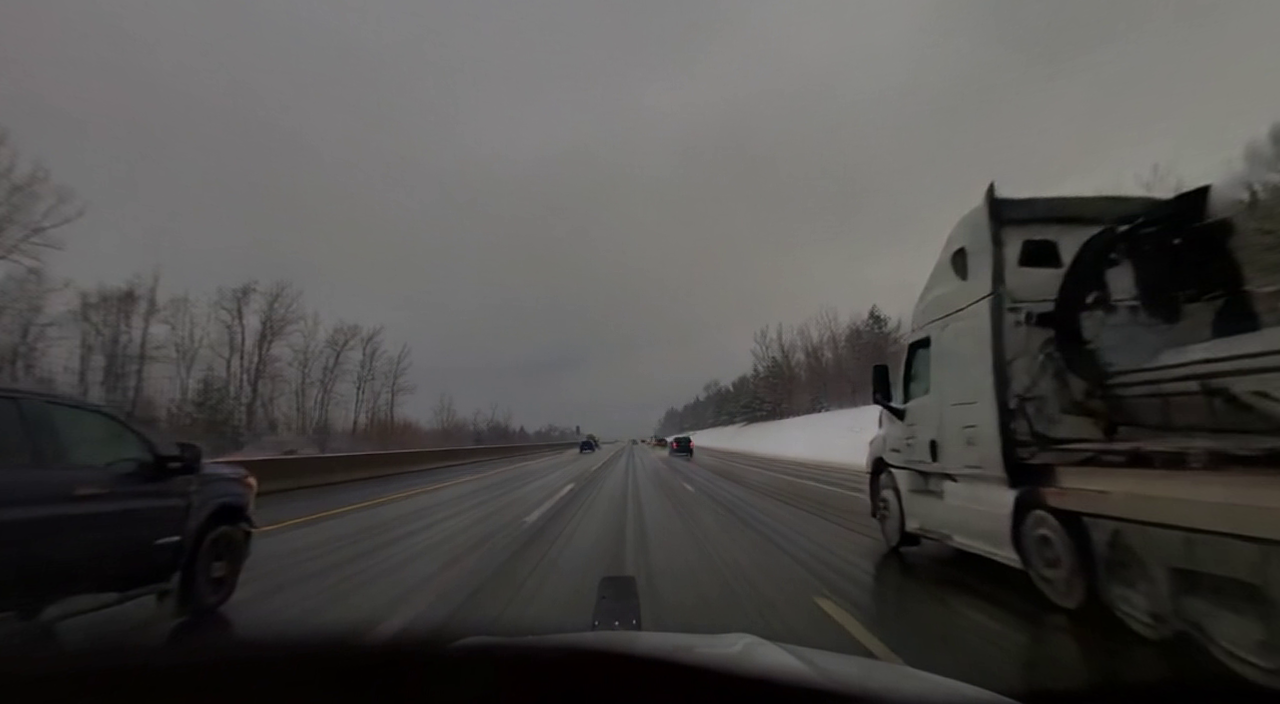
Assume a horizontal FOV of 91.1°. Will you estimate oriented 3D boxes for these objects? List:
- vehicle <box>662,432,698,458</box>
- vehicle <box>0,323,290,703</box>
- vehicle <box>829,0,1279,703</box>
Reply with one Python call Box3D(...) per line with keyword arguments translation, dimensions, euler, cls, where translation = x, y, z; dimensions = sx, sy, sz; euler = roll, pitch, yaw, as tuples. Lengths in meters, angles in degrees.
Box3D(translation=(2.806, 6.606, 44.855), dimensions=(2.124, 1.696, 4.173), euler=(0, -8, -2), cls="vehicle")
Box3D(translation=(-3.619, 0.737, 2.149), dimensions=(2.185, 1.772, 4.656), euler=(0, -8, -1), cls="vehicle")
Box3D(translation=(4.197, -0.199, 3.532), dimensions=(3.004, 3.881, 9.742), euler=(0, -8, -1), cls="vehicle")
